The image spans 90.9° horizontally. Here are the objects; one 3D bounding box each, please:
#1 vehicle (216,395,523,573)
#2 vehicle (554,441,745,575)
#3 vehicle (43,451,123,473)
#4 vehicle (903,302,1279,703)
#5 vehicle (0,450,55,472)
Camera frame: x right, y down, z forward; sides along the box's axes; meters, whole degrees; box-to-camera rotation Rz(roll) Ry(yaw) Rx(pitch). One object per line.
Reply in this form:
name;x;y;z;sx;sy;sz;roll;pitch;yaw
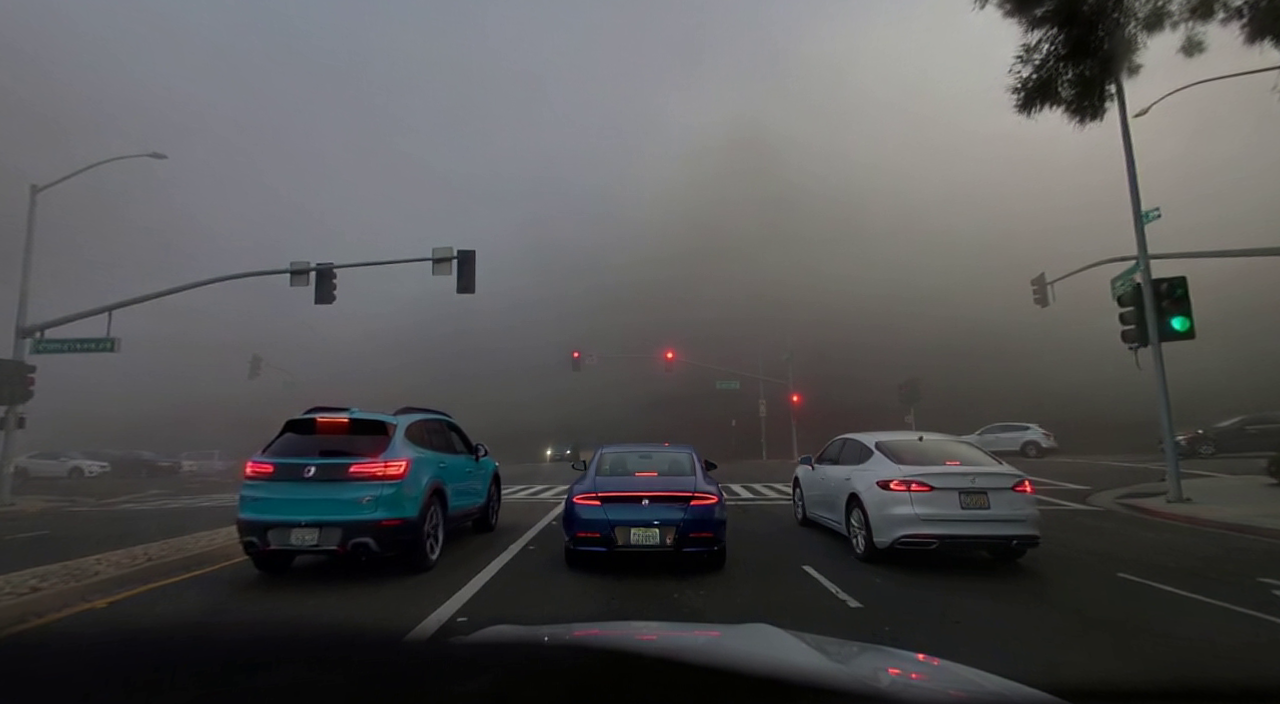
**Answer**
vehicle;-3.189;1.694;8.843;2.061;1.781;4.842;0;-8;1
vehicle;0.112;1.873;8.388;1.945;1.343;3.827;0;-8;0
vehicle;-41.299;8.157;46.789;4.195;1.533;1.752;0;-8;-3
vehicle;3.103;0.806;2.530;2.143;1.759;4.531;0;-8;0
vehicle;-46.176;7.961;46.159;4.545;1.558;1.833;0;-8;-4
